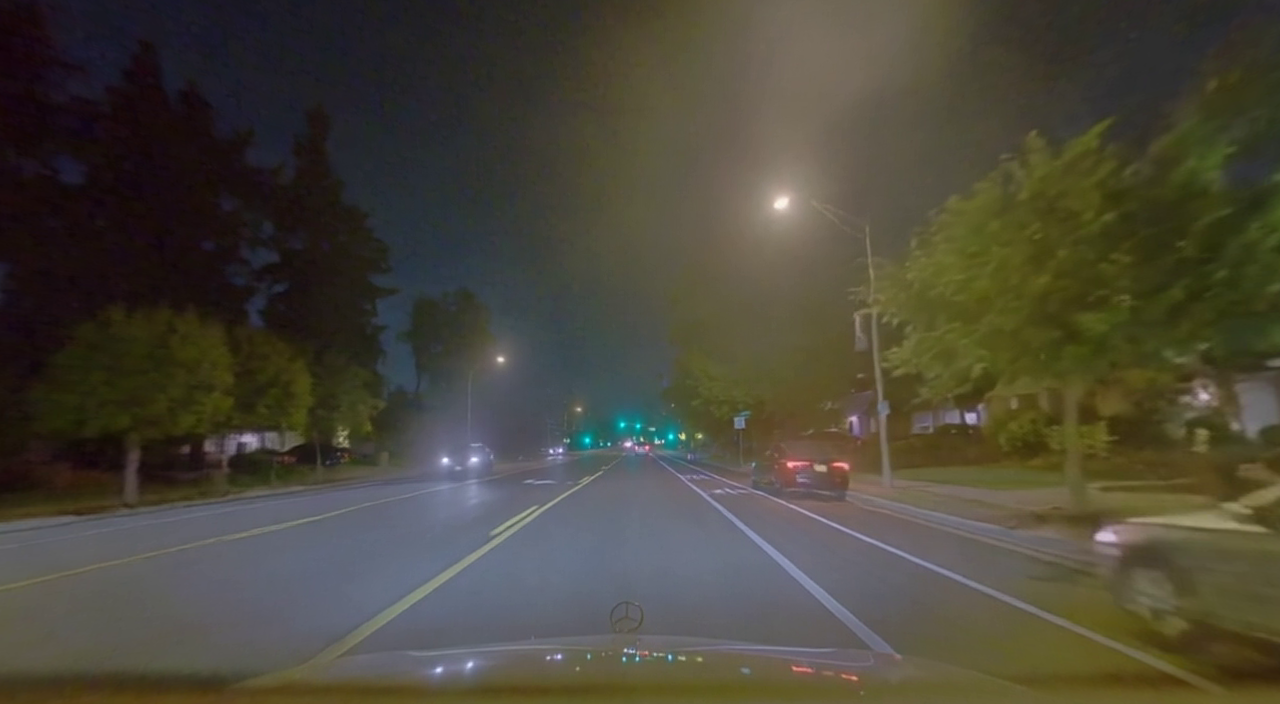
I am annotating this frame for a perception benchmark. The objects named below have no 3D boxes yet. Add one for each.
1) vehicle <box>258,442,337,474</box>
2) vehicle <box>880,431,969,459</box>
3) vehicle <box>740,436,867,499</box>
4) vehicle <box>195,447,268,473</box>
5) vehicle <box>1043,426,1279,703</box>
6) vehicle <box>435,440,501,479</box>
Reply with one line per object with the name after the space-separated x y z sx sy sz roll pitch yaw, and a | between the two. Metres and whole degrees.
-22.198 6.845 40.850 4.052 1.641 1.939 -5 -7 -2 | vehicle
16.660 5.451 36.949 4.315 1.410 1.838 -2 -7 -3 | vehicle
4.496 3.274 18.458 2.154 1.550 5.785 0 -8 0 | vehicle
-26.516 7.012 40.957 3.527 1.415 1.748 -2 -7 -5 | vehicle
4.280 1.037 2.635 1.968 1.482 4.991 0 -8 1 | vehicle
-7.783 4.875 28.860 1.867 1.603 3.983 0 -8 1 | vehicle
